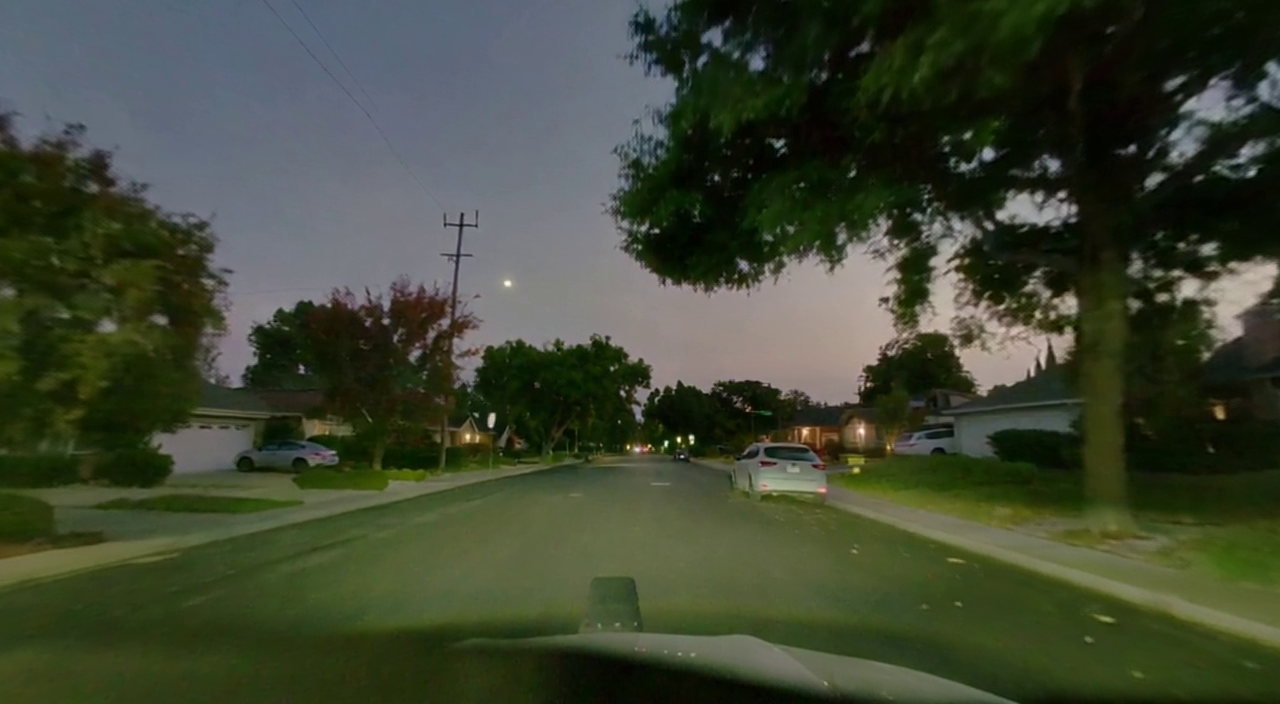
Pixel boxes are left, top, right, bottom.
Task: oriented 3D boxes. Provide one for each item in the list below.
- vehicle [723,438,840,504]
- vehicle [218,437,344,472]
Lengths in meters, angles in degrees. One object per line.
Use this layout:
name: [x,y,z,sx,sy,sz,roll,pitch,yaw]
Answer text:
vehicle: [3.796,3.295,17.925,2.136,1.596,4.790,0,-9,-1]
vehicle: [-16.783,4.817,29.738,4.607,1.573,2.058,1,-9,-4]
